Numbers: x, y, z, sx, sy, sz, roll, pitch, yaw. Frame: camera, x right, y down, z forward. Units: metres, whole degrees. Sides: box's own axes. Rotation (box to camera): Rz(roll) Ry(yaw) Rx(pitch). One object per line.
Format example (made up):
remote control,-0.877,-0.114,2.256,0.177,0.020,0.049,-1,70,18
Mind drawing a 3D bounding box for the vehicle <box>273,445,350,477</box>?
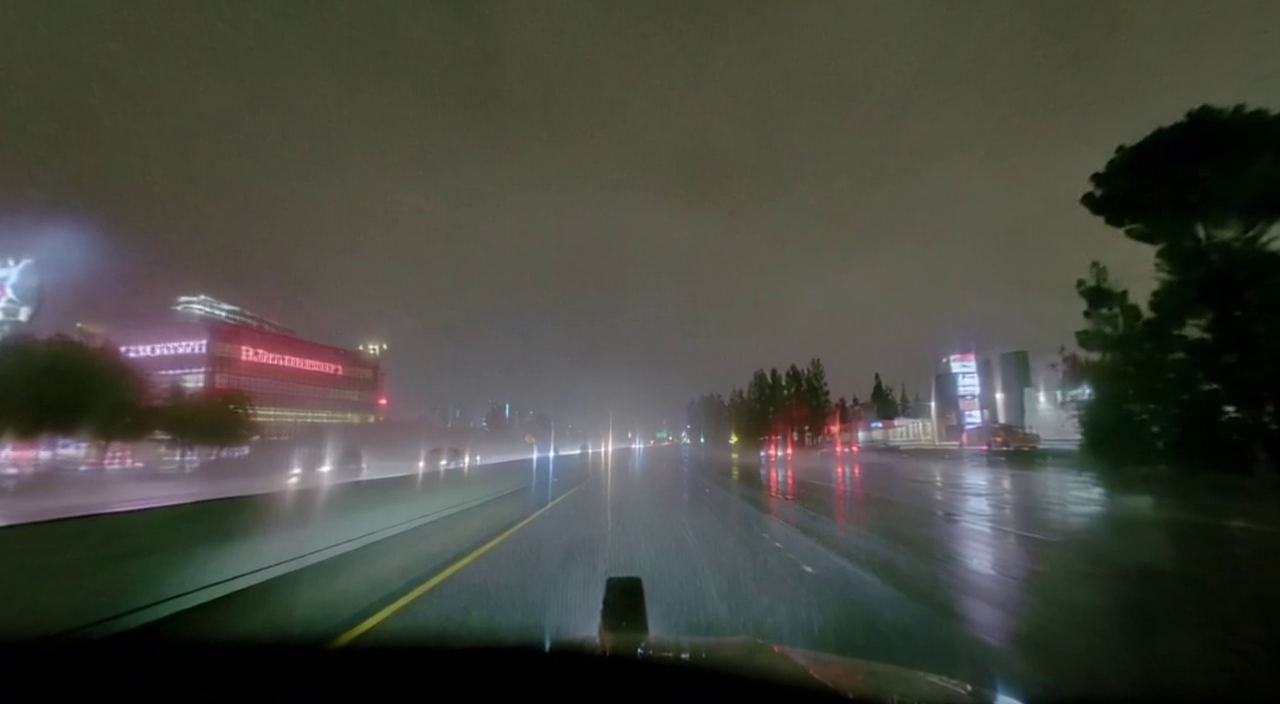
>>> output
vehicle,-21.454,7.097,41.521,2.328,1.943,4.961,0,-8,1
